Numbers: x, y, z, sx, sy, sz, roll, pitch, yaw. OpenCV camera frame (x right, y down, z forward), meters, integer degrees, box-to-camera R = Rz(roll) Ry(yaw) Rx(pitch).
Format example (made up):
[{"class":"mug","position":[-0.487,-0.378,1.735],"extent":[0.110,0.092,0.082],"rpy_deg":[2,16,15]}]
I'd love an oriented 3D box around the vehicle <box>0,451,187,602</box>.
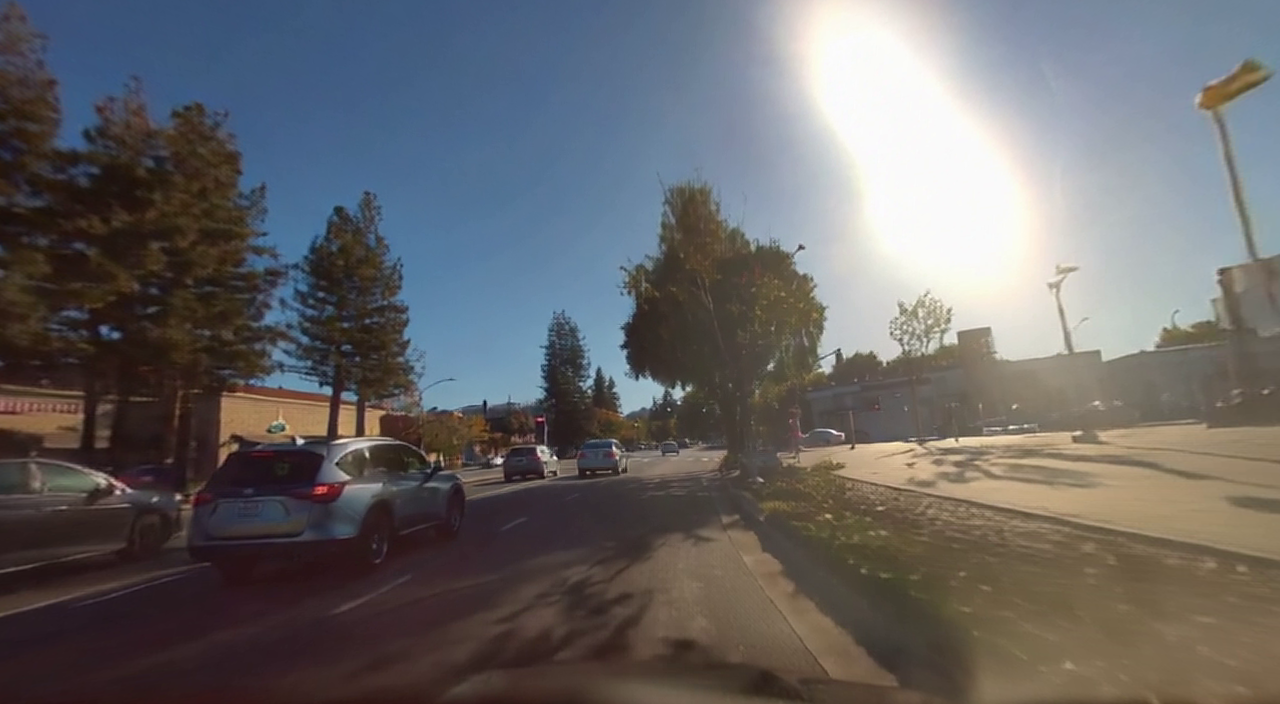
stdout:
[{"class":"vehicle","position":[-7.705,1.958,7.258],"extent":[1.974,1.558,3.949],"rpy_deg":[-2,-9,2]}]

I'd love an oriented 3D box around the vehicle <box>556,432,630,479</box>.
[{"class":"vehicle","position":[-1.921,4.470,27.427],"extent":[2.167,1.832,4.679],"rpy_deg":[-2,-9,9]}]

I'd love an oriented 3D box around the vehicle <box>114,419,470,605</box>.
[{"class":"vehicle","position":[-3.822,1.787,8.006],"extent":[2.002,1.664,4.113],"rpy_deg":[-2,-8,3]}]

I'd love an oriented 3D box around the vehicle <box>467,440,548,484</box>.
[{"class":"vehicle","position":[-5.827,4.914,28.459],"extent":[2.160,1.779,4.549],"rpy_deg":[-2,-9,8]}]
